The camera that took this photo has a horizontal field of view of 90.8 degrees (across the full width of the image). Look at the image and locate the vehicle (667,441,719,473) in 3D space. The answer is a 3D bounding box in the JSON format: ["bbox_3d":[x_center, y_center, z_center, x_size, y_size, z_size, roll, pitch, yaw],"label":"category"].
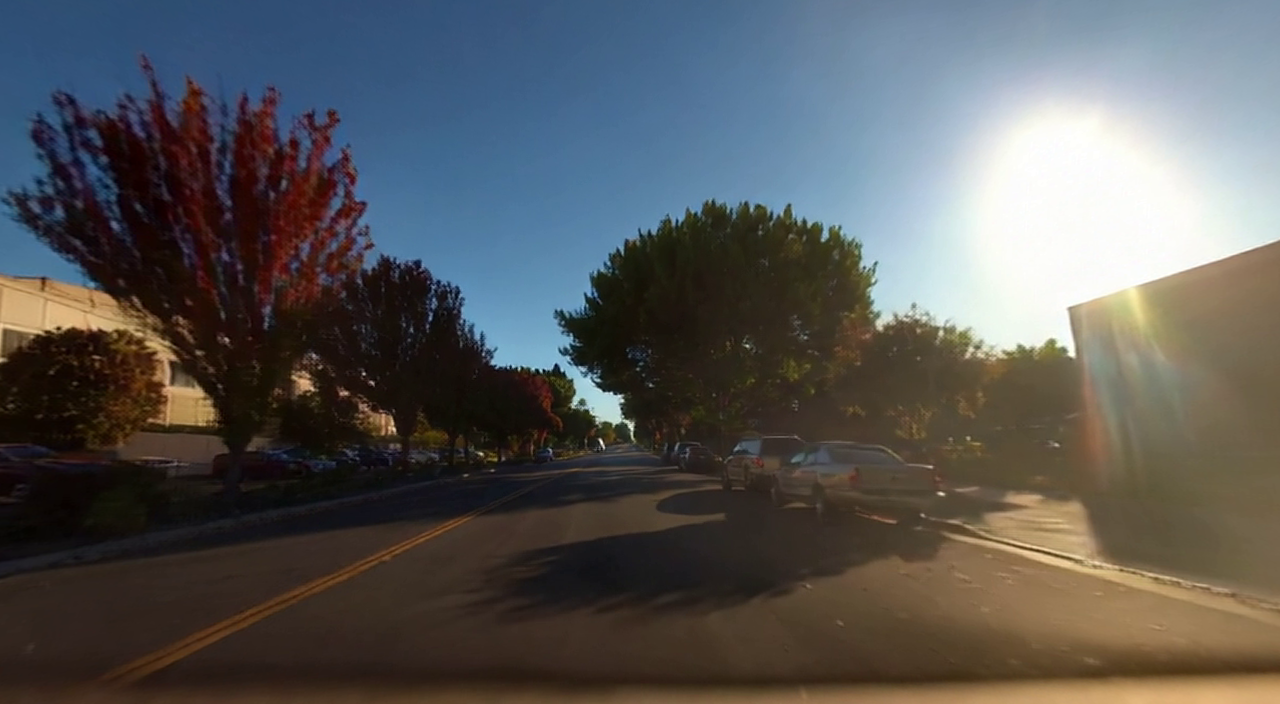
[{"bbox_3d":[2.660,5.425,32.961,1.952,1.538,5.215,0,-8,-4],"label":"vehicle"}]

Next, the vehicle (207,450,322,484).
[{"bbox_3d":[-17.500,5.348,29.503,4.491,1.455,1.959,-3,-9,16],"label":"vehicle"}]

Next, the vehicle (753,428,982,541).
[{"bbox_3d":[3.631,2.211,11.341,1.933,1.528,5.006,0,-8,-4],"label":"vehicle"}]
